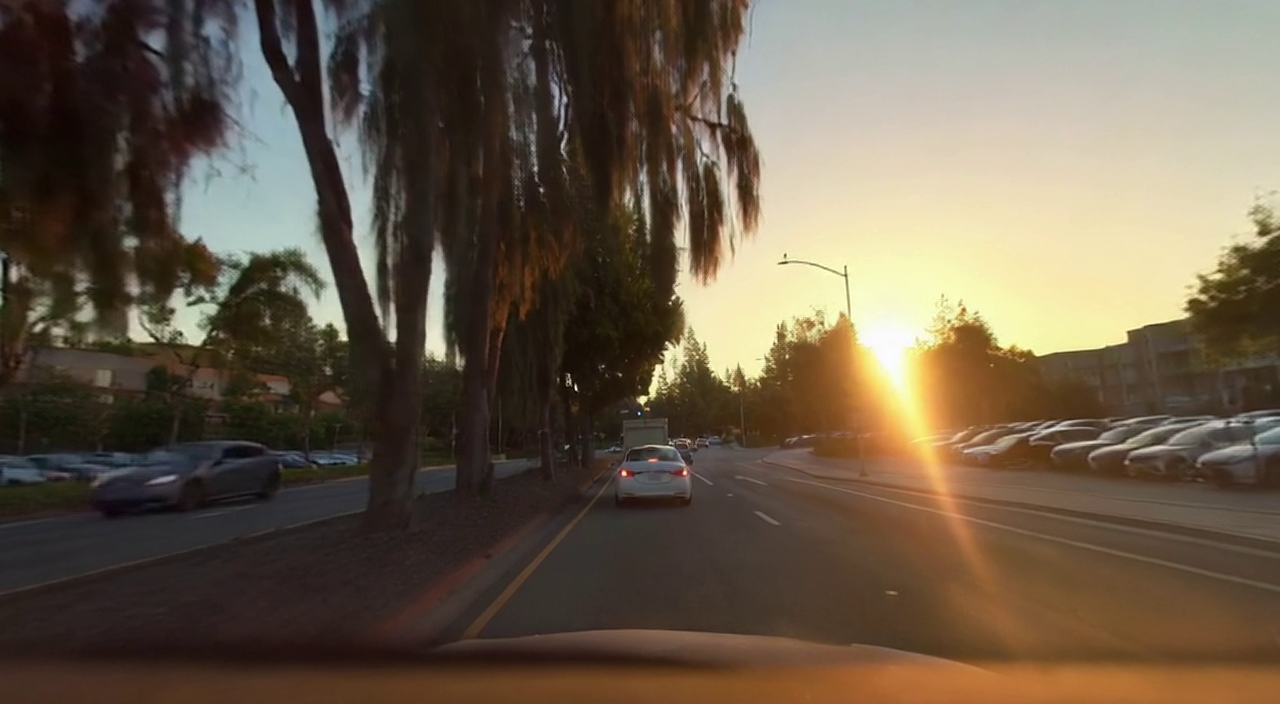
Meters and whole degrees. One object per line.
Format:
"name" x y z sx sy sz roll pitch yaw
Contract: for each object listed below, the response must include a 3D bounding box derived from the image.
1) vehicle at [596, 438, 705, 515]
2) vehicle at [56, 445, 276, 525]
"vehicle" 0.162 2.701 14.137 2.093 1.442 3.977 0 -9 -1
"vehicle" -11.867 3.316 16.338 2.066 1.753 4.559 0 -9 1
